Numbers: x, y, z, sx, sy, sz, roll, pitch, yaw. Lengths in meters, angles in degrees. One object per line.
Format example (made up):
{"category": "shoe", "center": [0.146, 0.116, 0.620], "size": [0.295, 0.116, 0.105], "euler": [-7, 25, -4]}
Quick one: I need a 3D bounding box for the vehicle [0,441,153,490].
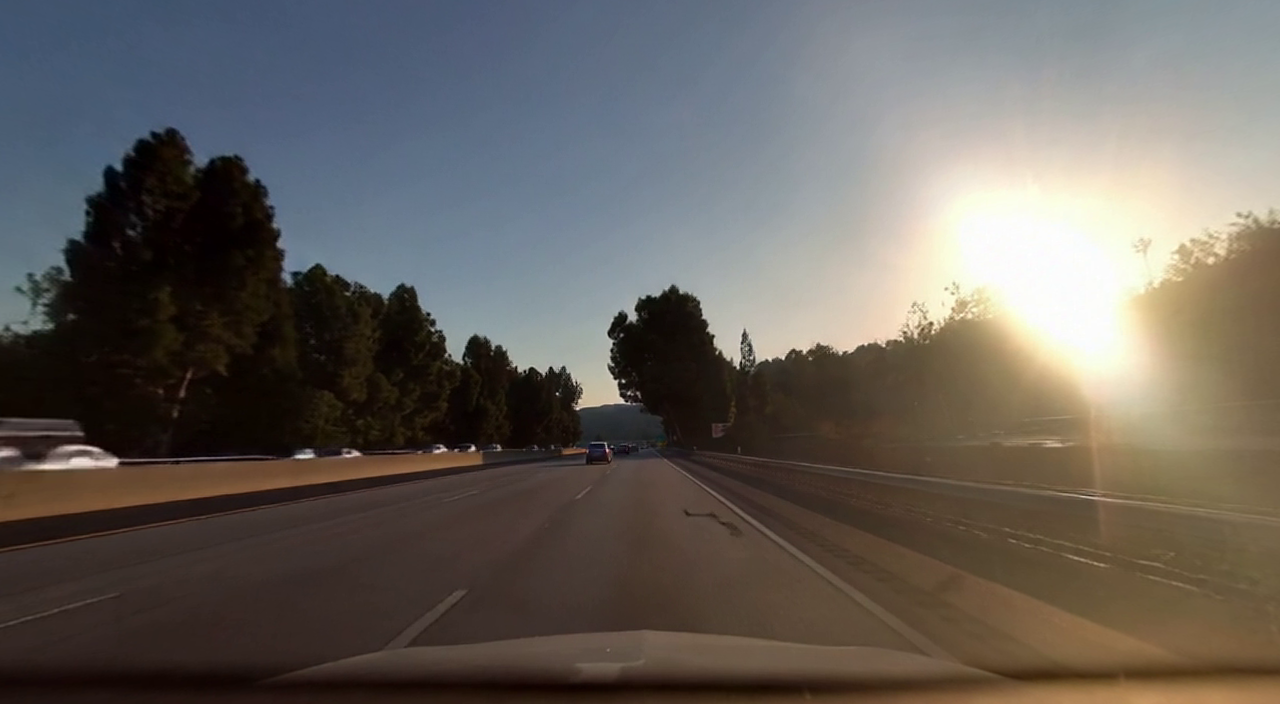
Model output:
{"category": "vehicle", "center": [-21.016, 4.096, 23.283], "size": [1.975, 1.598, 5.004], "euler": [0, -8, 1]}

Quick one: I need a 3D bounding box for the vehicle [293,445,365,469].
{"category": "vehicle", "center": [-20.820, 7.047, 42.485], "size": [2.288, 1.498, 4.813], "euler": [0, -8, 1]}

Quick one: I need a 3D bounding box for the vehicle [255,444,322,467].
{"category": "vehicle", "center": [-25.725, 7.583, 46.361], "size": [1.986, 1.555, 4.851], "euler": [0, -8, 2]}
